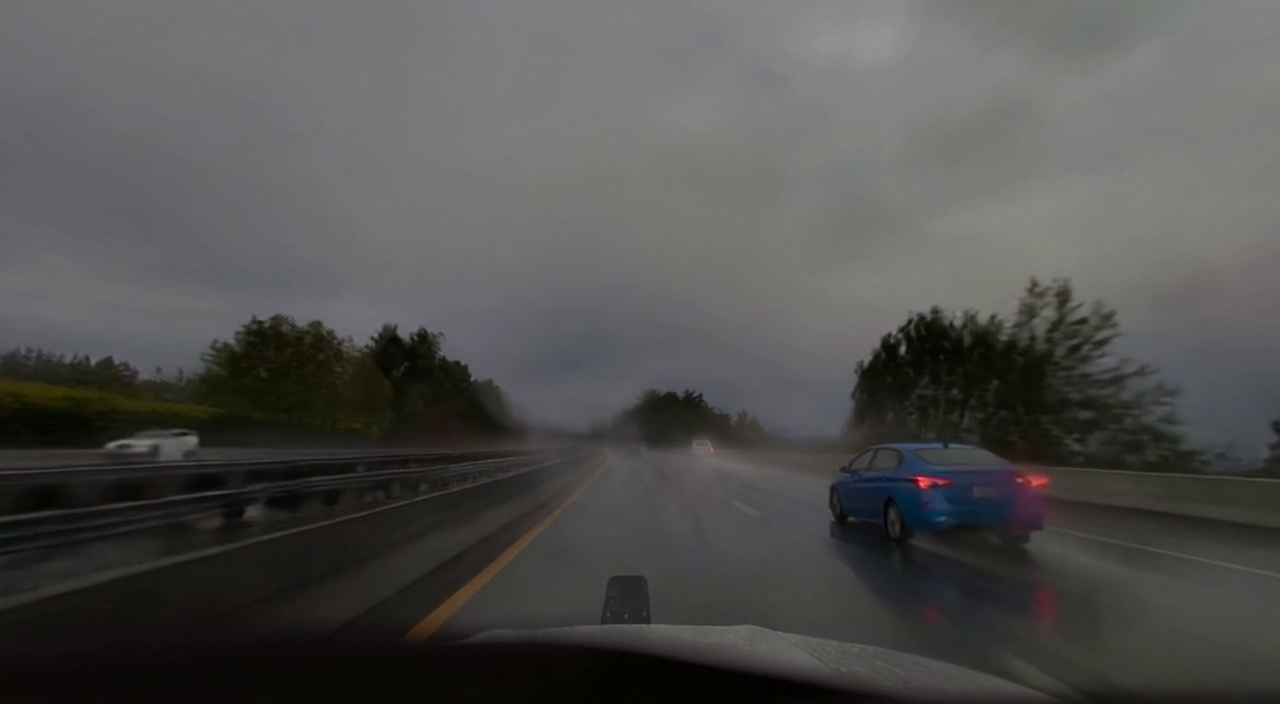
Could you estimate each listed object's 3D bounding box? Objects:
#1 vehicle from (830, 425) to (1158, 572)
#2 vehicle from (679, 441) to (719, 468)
[{"bbox_3d":[4.374,1.853,8.772,2.072,1.528,4.176,0,-8,-1],"label":"vehicle"},{"bbox_3d":[3.504,6.163,37.930,1.945,1.538,3.729,0,-8,-2],"label":"vehicle"}]
